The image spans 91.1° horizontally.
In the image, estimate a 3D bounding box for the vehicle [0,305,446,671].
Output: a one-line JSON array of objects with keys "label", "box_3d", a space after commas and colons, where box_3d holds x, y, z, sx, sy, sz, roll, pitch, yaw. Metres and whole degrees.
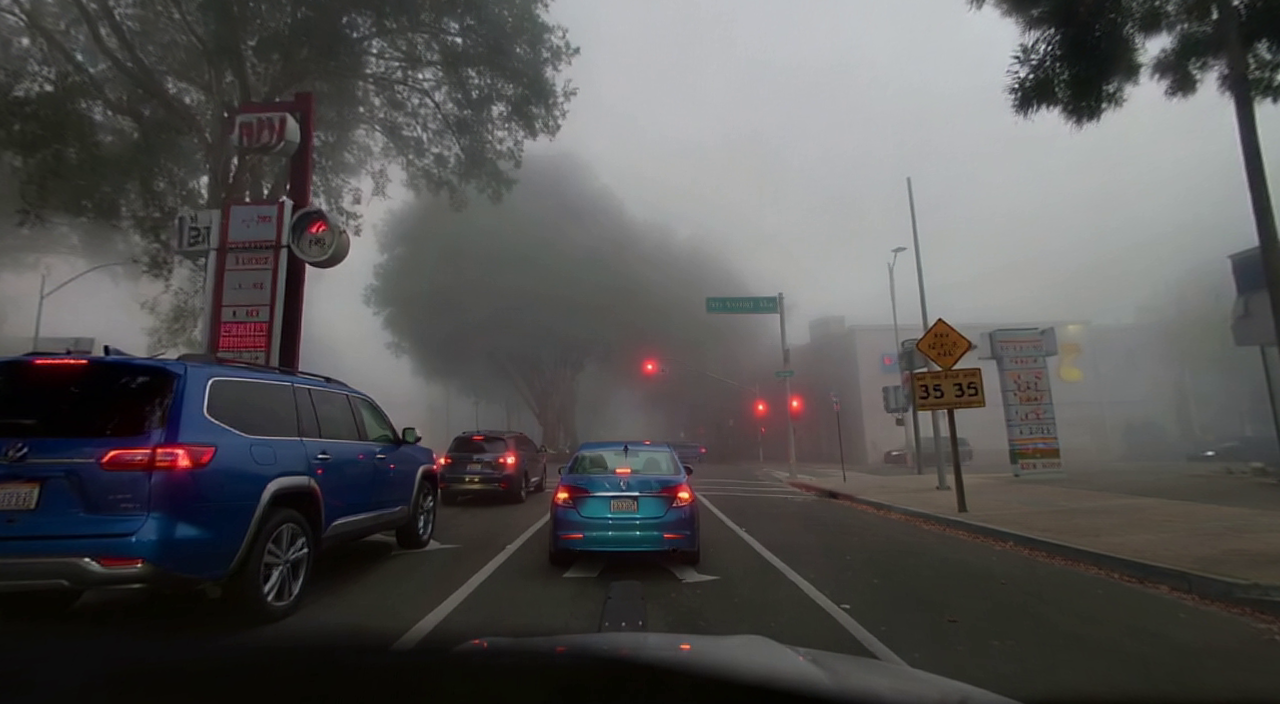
[{"label": "vehicle", "box_3d": [-3.821, 1.134, 6.220, 2.152, 2.118, 5.066, 0, -8, 0]}]

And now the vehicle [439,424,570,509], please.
[{"label": "vehicle", "box_3d": [-2.927, 2.593, 14.605, 2.047, 1.664, 4.148, 0, -8, 1]}]

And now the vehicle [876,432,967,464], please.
[{"label": "vehicle", "box_3d": [15.752, 5.400, 35.360, 4.116, 1.719, 2.069, -1, -9, 5]}]

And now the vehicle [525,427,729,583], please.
[{"label": "vehicle", "box_3d": [-0.167, 1.787, 8.194, 1.966, 1.481, 4.146, 0, -8, -1]}]

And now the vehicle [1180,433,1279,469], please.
[{"label": "vehicle", "box_3d": [26.805, 4.278, 27.104, 1.845, 1.476, 4.809, 3, -9, -23]}]
